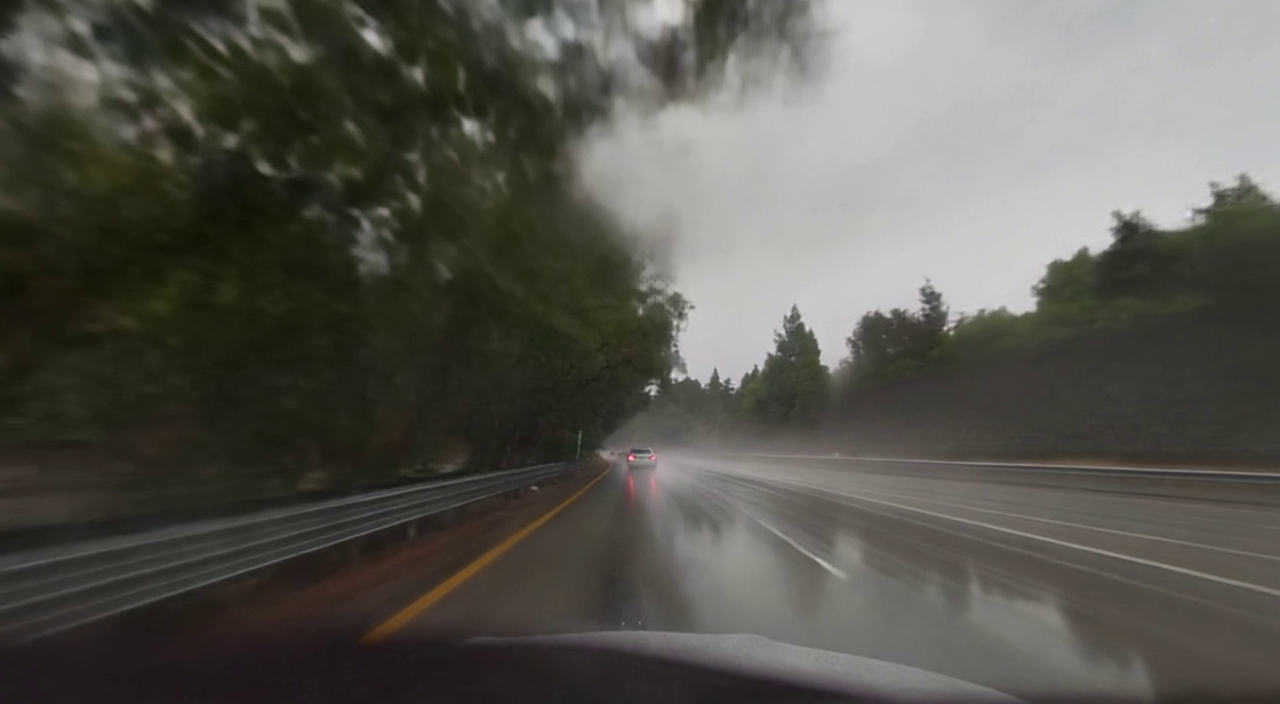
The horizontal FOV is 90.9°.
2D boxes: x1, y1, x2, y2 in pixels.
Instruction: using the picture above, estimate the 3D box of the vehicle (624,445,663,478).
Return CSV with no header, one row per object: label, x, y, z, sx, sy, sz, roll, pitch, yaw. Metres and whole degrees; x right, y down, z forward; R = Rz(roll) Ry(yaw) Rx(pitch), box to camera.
vehicle,0.154,5.803,33.547,1.987,1.658,3.620,0,-9,-1
